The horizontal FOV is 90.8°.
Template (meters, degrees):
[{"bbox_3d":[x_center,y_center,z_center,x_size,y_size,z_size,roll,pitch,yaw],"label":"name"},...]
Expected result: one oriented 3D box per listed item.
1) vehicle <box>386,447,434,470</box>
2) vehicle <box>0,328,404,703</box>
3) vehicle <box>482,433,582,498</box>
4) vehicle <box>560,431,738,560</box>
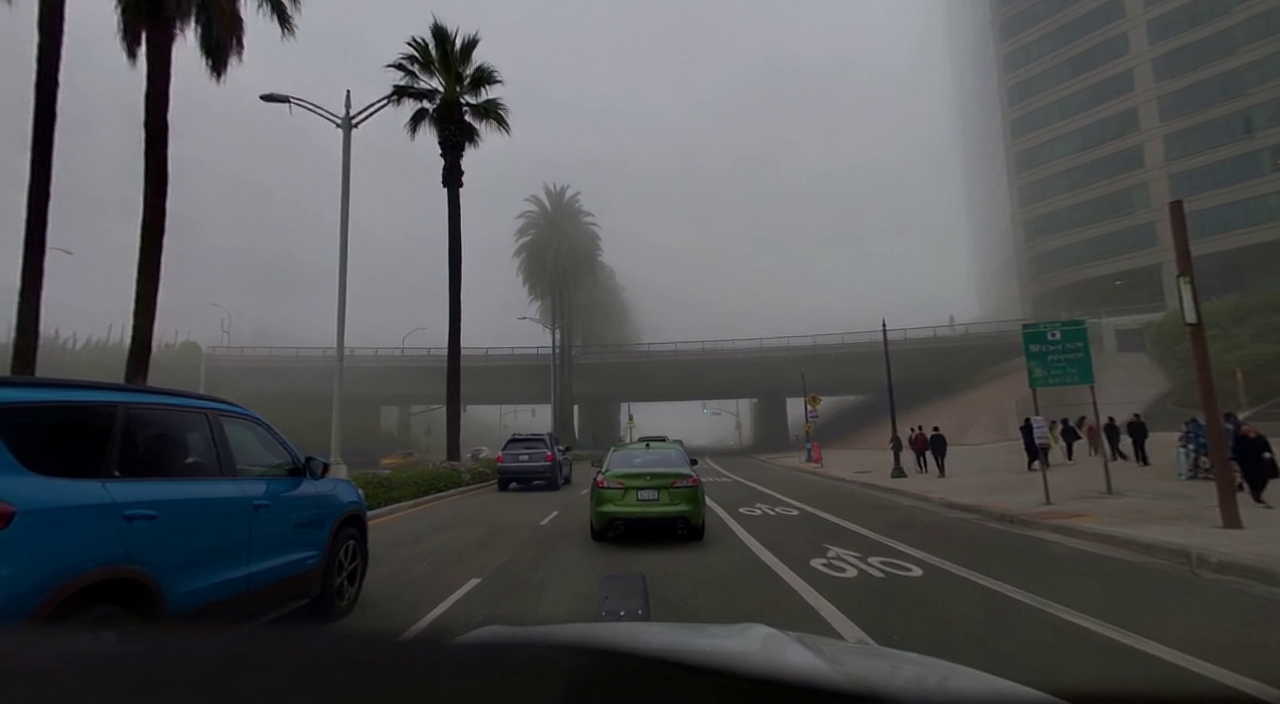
[{"bbox_3d":[-18.008,8.331,49.613,2.025,1.724,4.215,0,-9,2],"label":"vehicle"},{"bbox_3d":[-3.228,0.989,3.520,2.014,1.740,4.359,0,-9,2],"label":"vehicle"},{"bbox_3d":[-2.922,3.179,18.086,1.955,1.637,4.032,-1,-9,3],"label":"vehicle"},{"bbox_3d":[0.075,1.966,9.392,2.036,1.461,4.129,0,-9,-1],"label":"vehicle"}]
